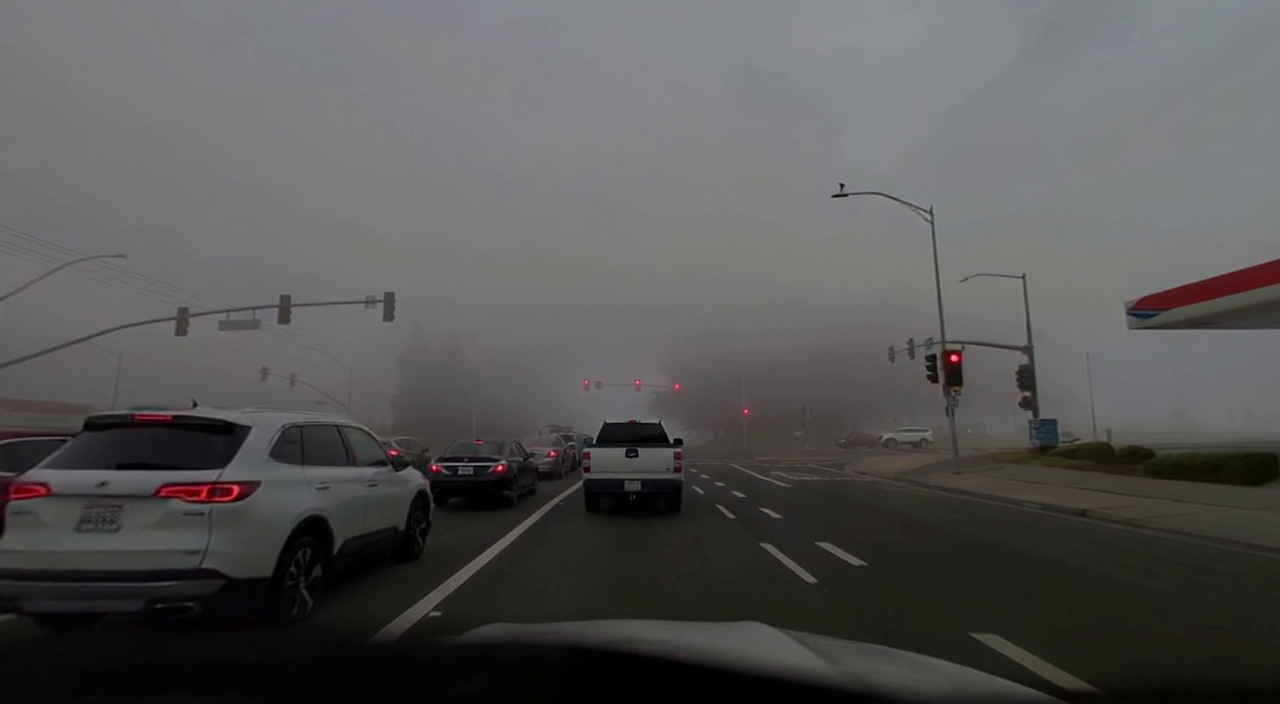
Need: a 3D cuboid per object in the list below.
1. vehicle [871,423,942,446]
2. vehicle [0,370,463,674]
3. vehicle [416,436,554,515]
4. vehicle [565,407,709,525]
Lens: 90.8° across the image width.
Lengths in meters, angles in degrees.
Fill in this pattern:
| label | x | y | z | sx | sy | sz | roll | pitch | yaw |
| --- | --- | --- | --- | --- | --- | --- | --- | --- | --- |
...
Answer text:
| label | x | y | z | sx | sy | sz | roll | pitch | yaw |
| --- | --- | --- | --- | --- | --- | --- | --- | --- | --- |
| vehicle | 20.468 | 6.354 | 48.631 | 4.548 | 1.730 | 2.013 | 1 | -9 | -5 |
| vehicle | -3.311 | 1.279 | 5.798 | 2.096 | 1.718 | 4.266 | 0 | -9 | 1 |
| vehicle | -3.112 | 2.572 | 13.614 | 1.881 | 1.424 | 4.098 | 0 | -9 | 1 |
| vehicle | -0.068 | 2.138 | 12.359 | 2.224 | 1.819 | 5.005 | 0 | -9 | -1 |
